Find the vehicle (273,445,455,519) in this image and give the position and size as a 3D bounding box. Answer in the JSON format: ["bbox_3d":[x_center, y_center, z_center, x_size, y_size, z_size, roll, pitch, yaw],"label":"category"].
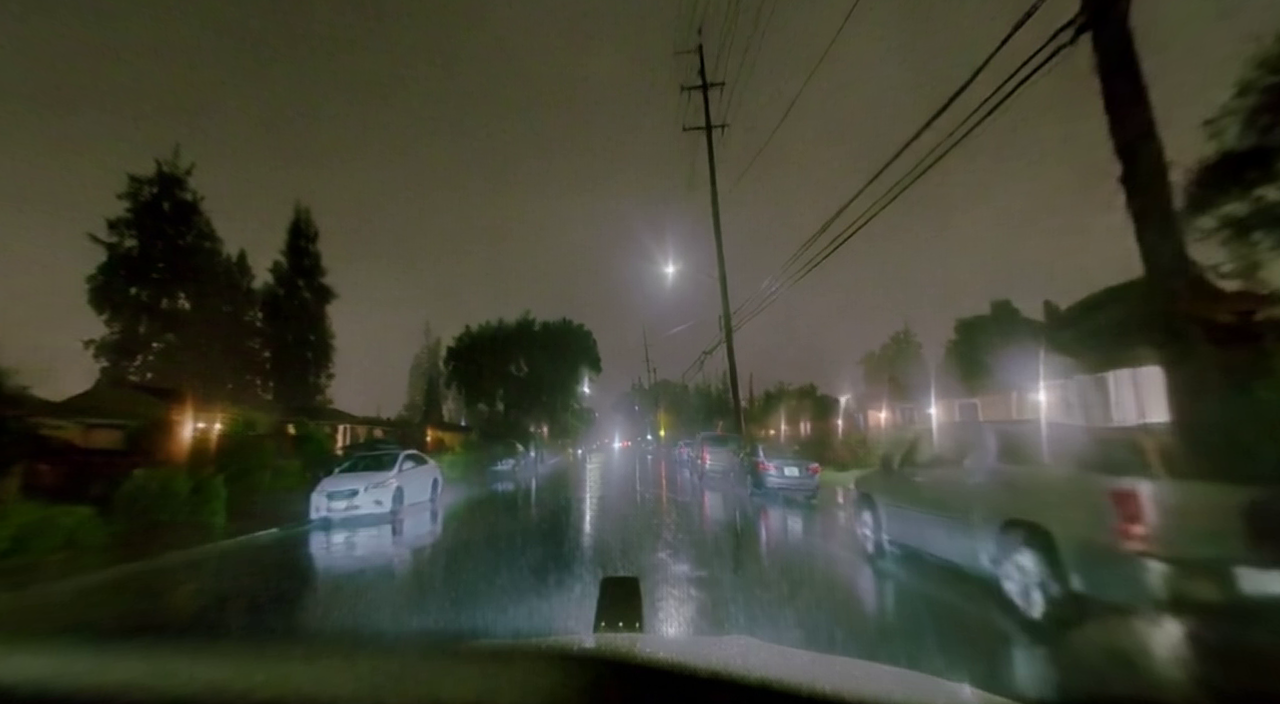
[{"bbox_3d":[-6.263,2.971,15.155,2.199,1.439,4.757,-1,-8,1],"label":"vehicle"}]

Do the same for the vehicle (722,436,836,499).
[{"bbox_3d":[3.546,3.025,17.056,1.848,1.436,4.582,0,-8,-2],"label":"vehicle"}]

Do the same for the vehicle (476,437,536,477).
[{"bbox_3d":[-6.671,5.292,32.006,2.118,1.753,4.377,-4,-9,-2],"label":"vehicle"}]

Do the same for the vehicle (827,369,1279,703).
[{"bbox_3d":[3.525,1.248,5.490,2.247,1.618,4.655,2,-8,-2],"label":"vehicle"}]

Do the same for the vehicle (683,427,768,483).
[{"bbox_3d":[2.981,3.769,23.512,2.122,1.809,5.421,0,-8,-3],"label":"vehicle"}]

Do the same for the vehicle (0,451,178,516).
[{"bbox_3d":[-15.482,3.553,17.591,1.886,1.423,4.491,2,-8,-2],"label":"vehicle"}]

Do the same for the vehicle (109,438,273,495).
[{"bbox_3d":[-16.519,4.157,23.364,4.747,1.899,2.181,-1,-7,11],"label":"vehicle"}]
